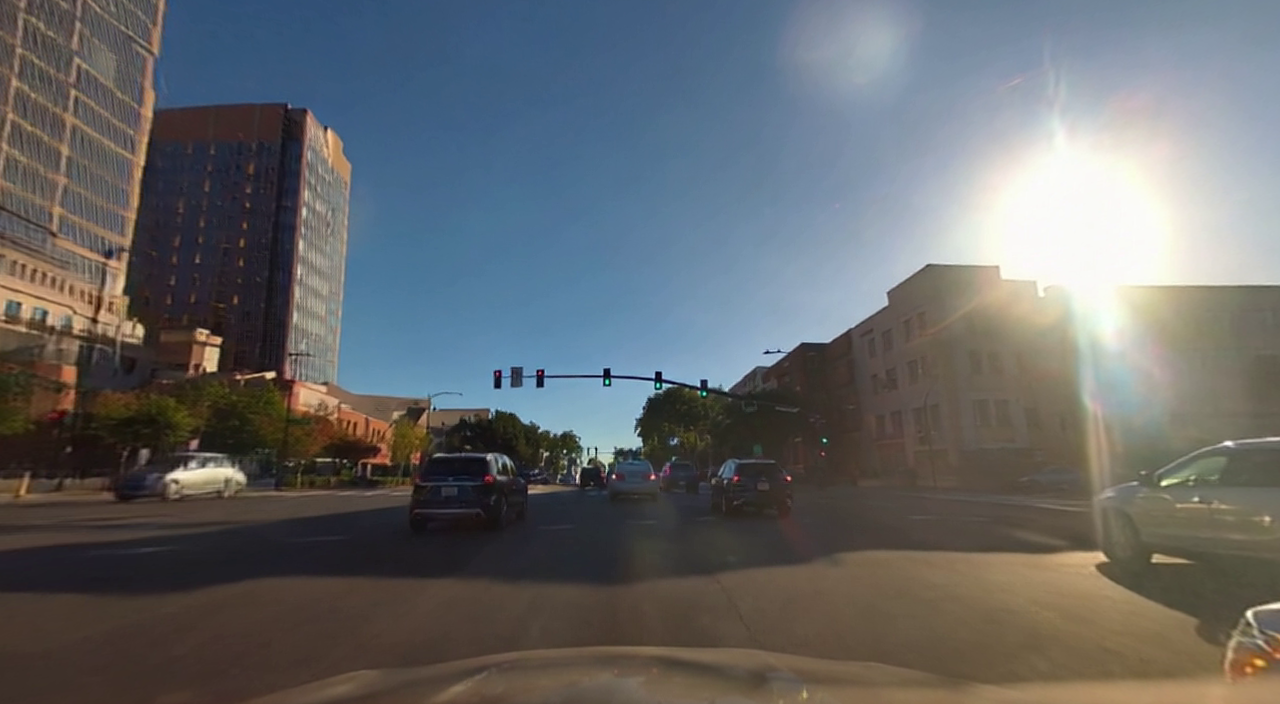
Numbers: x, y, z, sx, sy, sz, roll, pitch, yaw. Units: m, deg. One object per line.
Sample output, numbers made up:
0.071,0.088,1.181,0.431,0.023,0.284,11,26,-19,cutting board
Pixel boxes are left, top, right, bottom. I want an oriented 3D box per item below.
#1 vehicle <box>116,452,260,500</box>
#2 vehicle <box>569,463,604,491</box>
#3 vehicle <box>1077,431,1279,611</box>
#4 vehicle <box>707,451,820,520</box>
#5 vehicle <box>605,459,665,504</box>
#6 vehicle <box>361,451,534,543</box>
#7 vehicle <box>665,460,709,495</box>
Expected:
-18.345,5.139,26.043,2.172,1.751,4.889,0,-12,1,vehicle
-3.668,8.653,43.911,2.033,1.714,4.278,0,-9,0,vehicle
6.564,1.474,5.543,1.959,1.553,4.809,0,-9,-1,vehicle
3.180,3.544,17.456,1.996,1.566,4.917,0,-9,-2,vehicle
-0.227,4.882,24.146,2.098,1.461,3.958,0,-9,-2,vehicle
-3.556,2.752,12.735,2.045,1.463,4.490,0,-9,0,vehicle
2.707,7.354,37.355,2.138,1.778,4.422,0,-9,-2,vehicle
